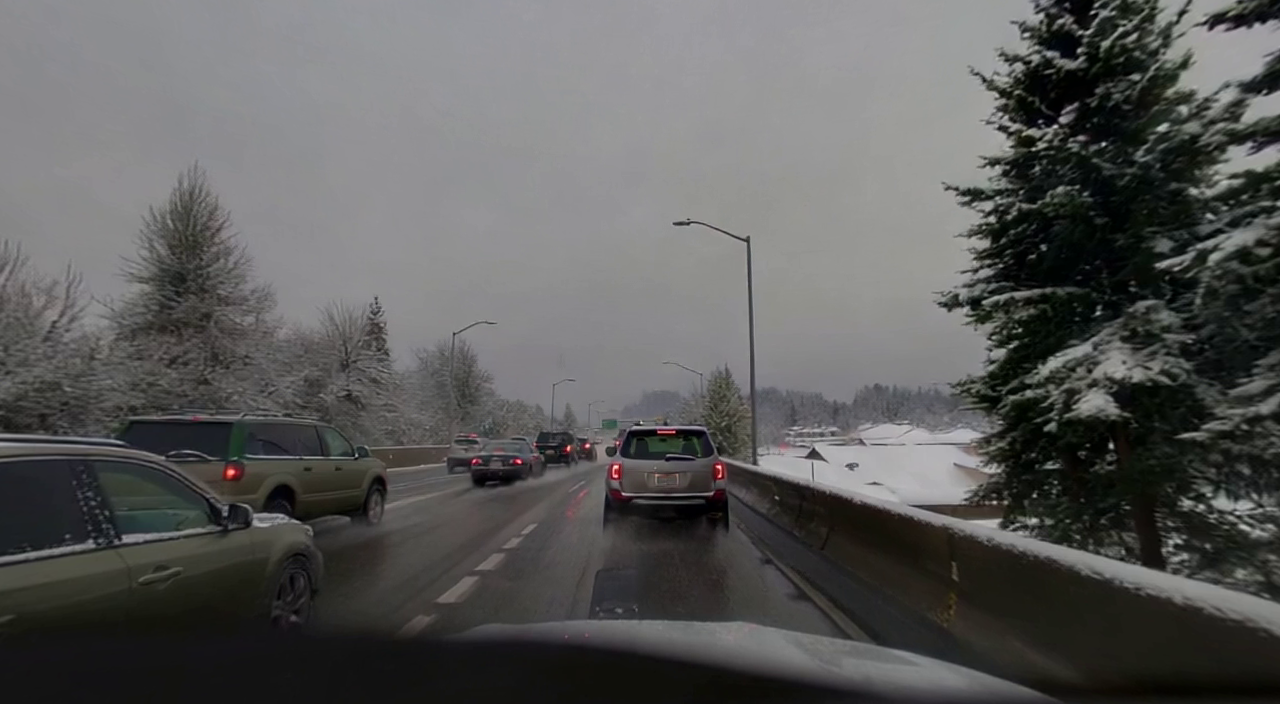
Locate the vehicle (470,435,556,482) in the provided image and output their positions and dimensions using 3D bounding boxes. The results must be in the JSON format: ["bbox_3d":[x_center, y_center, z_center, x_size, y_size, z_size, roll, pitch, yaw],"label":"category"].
[{"bbox_3d":[-4.272,3.656,21.928,1.868,1.470,4.105,-1,-9,4],"label":"vehicle"}]

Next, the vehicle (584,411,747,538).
[{"bbox_3d":[0.426,2.021,10.970,2.235,1.716,4.435,-1,-8,2],"label":"vehicle"}]

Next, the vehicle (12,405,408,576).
[{"bbox_3d":[-5.135,1.708,8.553,2.076,1.688,4.334,-1,-9,4],"label":"vehicle"}]

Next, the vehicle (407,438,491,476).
[{"bbox_3d":[-7.866,4.363,26.539,1.925,1.454,4.270,-1,-9,4],"label":"vehicle"}]
